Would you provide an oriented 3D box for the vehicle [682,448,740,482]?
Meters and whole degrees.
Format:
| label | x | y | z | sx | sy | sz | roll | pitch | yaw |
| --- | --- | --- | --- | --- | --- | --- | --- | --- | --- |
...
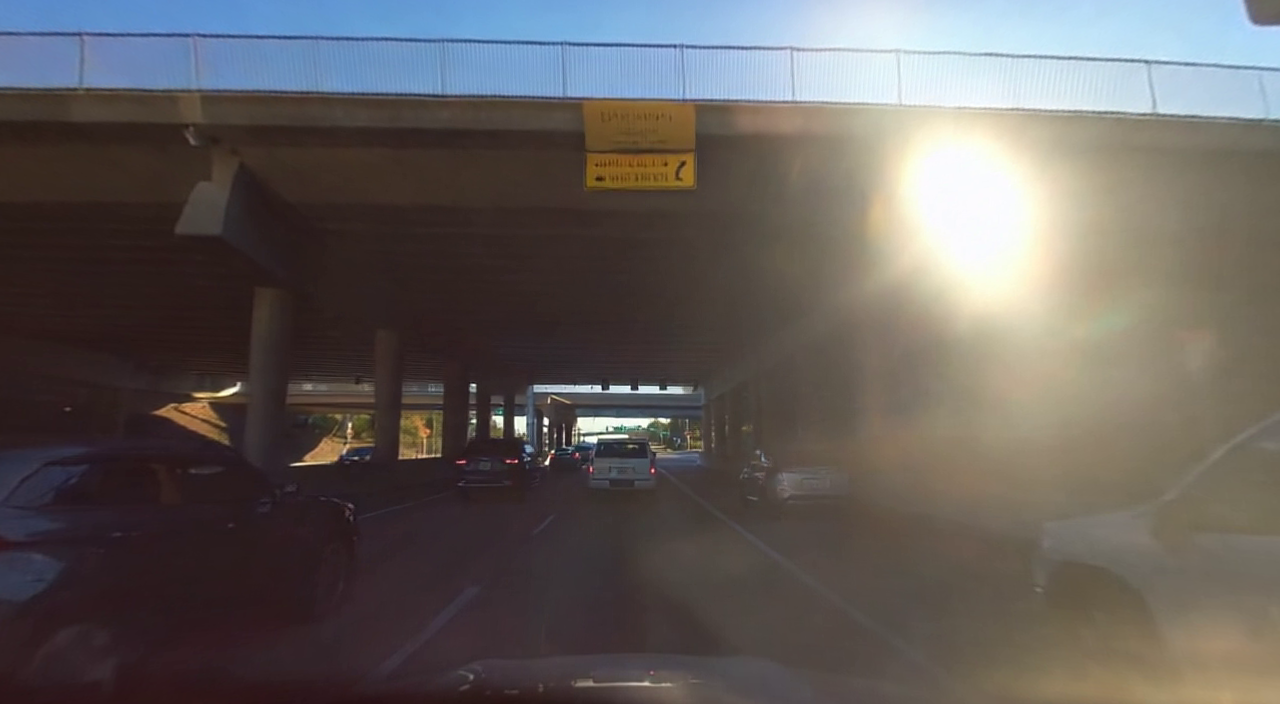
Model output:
| label | x | y | z | sx | sy | sz | roll | pitch | yaw |
| --- | --- | --- | --- | --- | --- | --- | --- | --- | --- |
| vehicle | 3.239 | 5.209 | 29.442 | 2.026 | 1.457 | 3.969 | 1 | -9 | -3 |

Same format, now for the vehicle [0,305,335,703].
| label | x | y | z | sx | sy | sz | roll | pitch | yaw |
| --- | --- | --- | --- | --- | --- | --- | --- | --- | --- |
| vehicle | -3.489 | 0.779 | 2.695 | 2.074 | 1.814 | 4.596 | 0 | -8 | -1 |

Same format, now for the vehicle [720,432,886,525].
| label | x | y | z | sx | sy | sz | roll | pitch | yaw |
| --- | --- | --- | --- | --- | --- | --- | --- | --- | --- |
| vehicle | 3.396 | 2.767 | 14.518 | 2.234 | 1.720 | 5.378 | 0 | -8 | -2 |

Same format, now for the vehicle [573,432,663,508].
| label | x | y | z | sx | sy | sz | roll | pitch | yaw |
| --- | --- | --- | --- | --- | --- | --- | --- | --- | --- |
| vehicle | -0.560 | 3.047 | 16.713 | 2.097 | 1.748 | 3.794 | 0 | -8 | -2 |

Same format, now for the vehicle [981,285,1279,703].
| label | x | y | z | sx | sy | sz | roll | pitch | yaw |
| --- | --- | --- | --- | --- | --- | --- | --- | --- | --- |
| vehicle | 3.721 | 0.686 | 2.173 | 2.401 | 1.968 | 4.841 | 0 | -8 | 1 |

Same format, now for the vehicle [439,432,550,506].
| label | x | y | z | sx | sy | sz | roll | pitch | yaw |
| --- | --- | --- | --- | --- | --- | --- | --- | --- | --- |
| vehicle | -3.737 | 3.084 | 17.026 | 2.127 | 1.720 | 4.064 | 0 | -8 | -2 |

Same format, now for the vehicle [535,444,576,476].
| label | x | y | z | sx | sy | sz | roll | pitch | yaw |
| --- | --- | --- | --- | --- | --- | --- | --- | --- | --- |
| vehicle | -4.443 | 5.738 | 33.719 | 1.829 | 1.614 | 3.611 | 0 | -8 | -2 |
